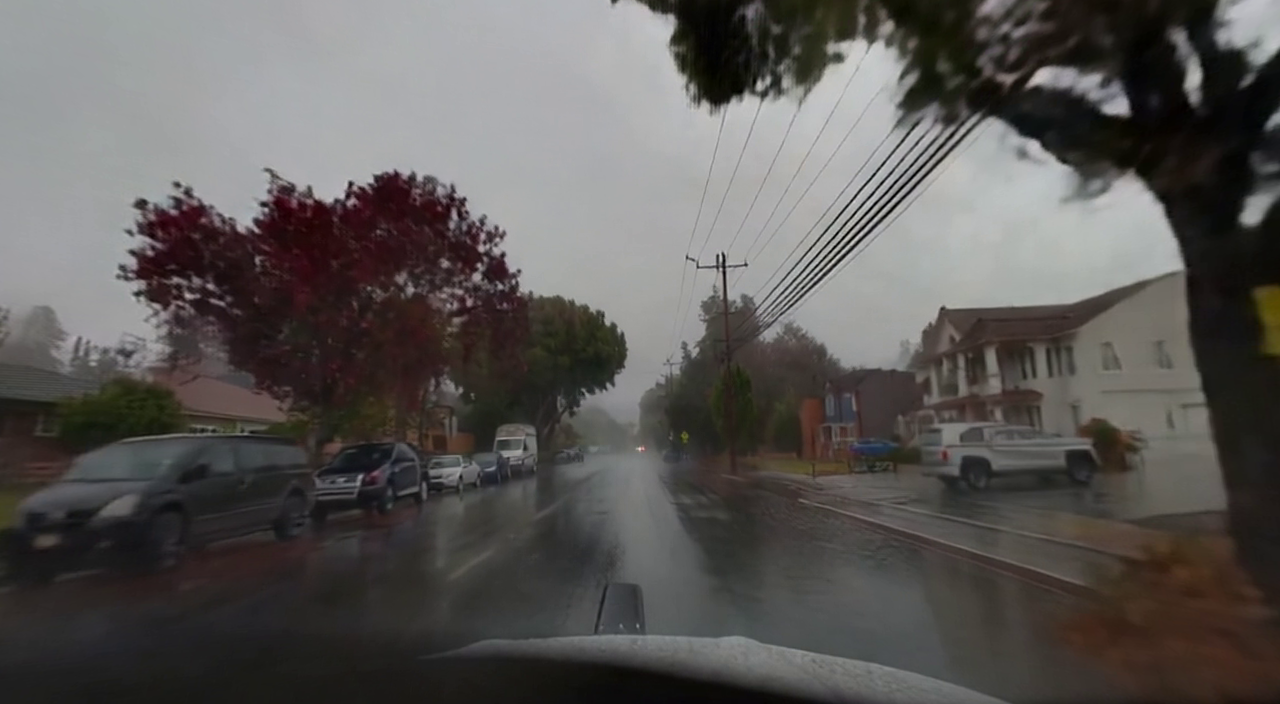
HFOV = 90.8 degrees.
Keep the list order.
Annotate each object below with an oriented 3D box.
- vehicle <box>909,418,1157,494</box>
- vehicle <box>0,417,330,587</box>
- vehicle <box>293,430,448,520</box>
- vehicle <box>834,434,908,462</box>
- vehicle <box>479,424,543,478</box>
[{"bbox_3d":[9.819,2.627,16.097,4.979,1.769,1.943,0,-8,-1],"label":"vehicle"},{"bbox_3d":[-6.645,2.005,9.212,1.922,1.801,4.516,-2,-9,0],"label":"vehicle"},{"bbox_3d":[-6.478,3.036,15.899,1.941,1.832,4.666,-2,-10,-1],"label":"vehicle"},{"bbox_3d":[15.747,6.619,43.206,4.275,1.645,1.874,-3,-11,0],"label":"vehicle"},{"bbox_3d":[-7.009,5.509,35.100,2.439,2.724,5.647,-1,-9,-1],"label":"vehicle"}]
